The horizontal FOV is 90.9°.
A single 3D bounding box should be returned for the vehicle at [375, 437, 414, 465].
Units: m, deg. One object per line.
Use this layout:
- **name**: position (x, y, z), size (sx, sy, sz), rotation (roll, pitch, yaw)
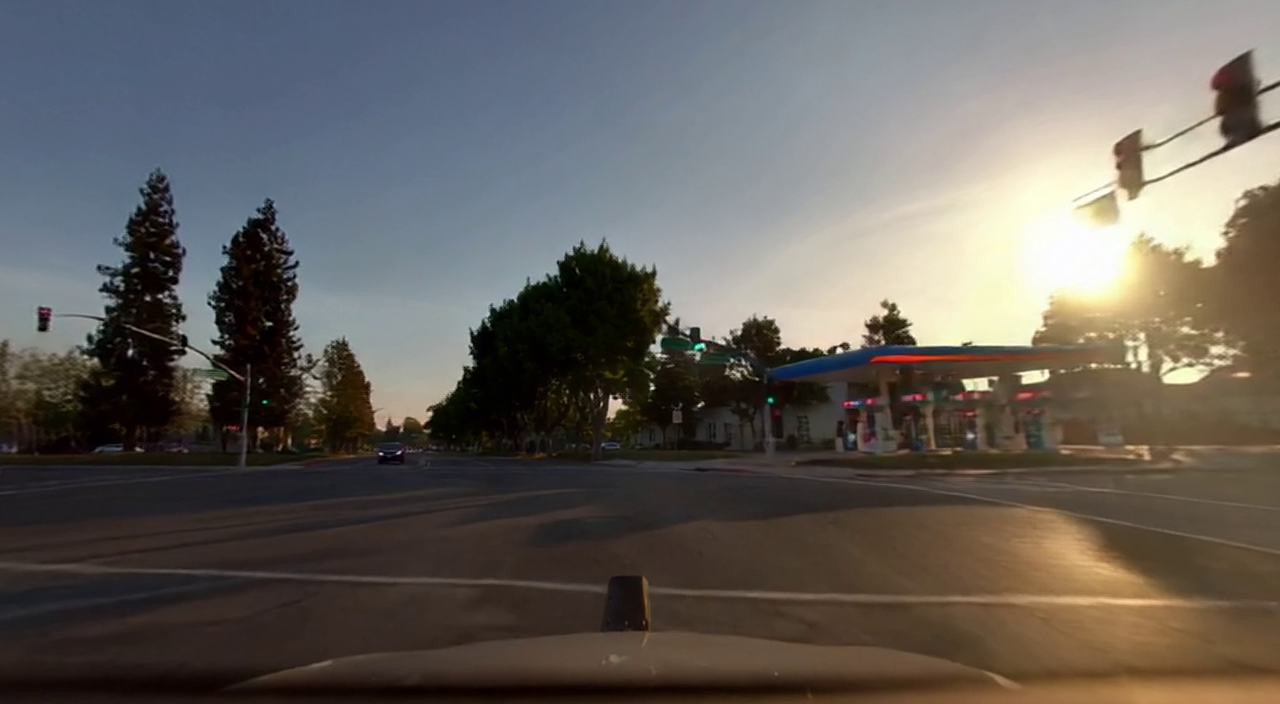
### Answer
- **vehicle**: position (-15.419, 6.212, 39.808), size (2.048, 1.670, 4.450), rotation (3, -8, -19)
